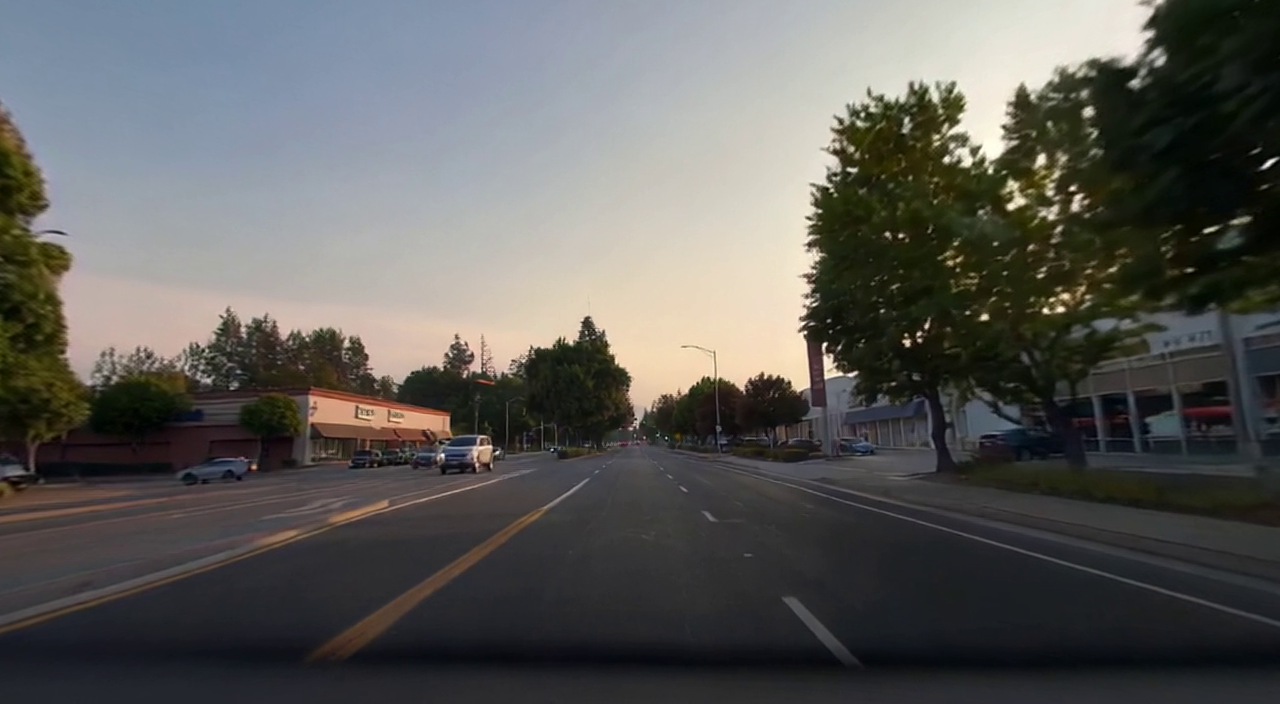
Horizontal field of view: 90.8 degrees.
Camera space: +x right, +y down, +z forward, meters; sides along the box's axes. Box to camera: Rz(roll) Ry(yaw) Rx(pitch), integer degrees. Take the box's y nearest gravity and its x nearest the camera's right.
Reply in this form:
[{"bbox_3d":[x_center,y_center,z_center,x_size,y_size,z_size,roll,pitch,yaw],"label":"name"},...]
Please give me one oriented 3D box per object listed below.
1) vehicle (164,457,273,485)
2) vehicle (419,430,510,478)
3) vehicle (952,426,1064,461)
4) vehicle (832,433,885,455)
[{"bbox_3d":[-23.136,6.537,34.820,4.578,1.448,1.904,0,-8,-2],"label":"vehicle"},{"bbox_3d":[-7.616,4.516,28.250,2.452,1.905,6.188,0,-8,-1],"label":"vehicle"},{"bbox_3d":[16.747,4.164,28.750,4.647,1.514,1.891,4,-9,-23],"label":"vehicle"},{"bbox_3d":[16.830,7.102,48.554,4.277,1.605,1.920,7,-11,-41],"label":"vehicle"}]
